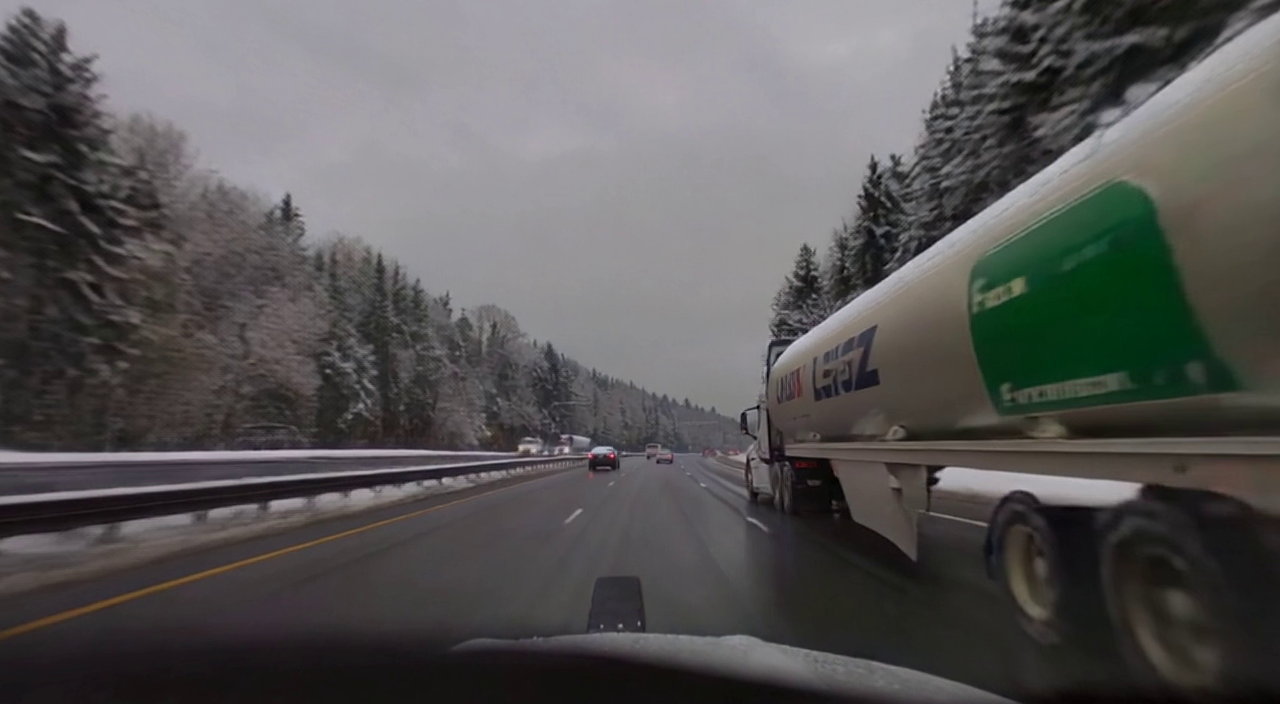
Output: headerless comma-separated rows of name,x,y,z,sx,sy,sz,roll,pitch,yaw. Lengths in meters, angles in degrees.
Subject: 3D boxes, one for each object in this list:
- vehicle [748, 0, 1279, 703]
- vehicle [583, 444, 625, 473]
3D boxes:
vehicle,4.326,0.663,8.657,3.057,3.993,13.914,0,-9,-1
vehicle,-2.237,6.753,40.075,2.205,1.728,4.397,-1,-9,3
